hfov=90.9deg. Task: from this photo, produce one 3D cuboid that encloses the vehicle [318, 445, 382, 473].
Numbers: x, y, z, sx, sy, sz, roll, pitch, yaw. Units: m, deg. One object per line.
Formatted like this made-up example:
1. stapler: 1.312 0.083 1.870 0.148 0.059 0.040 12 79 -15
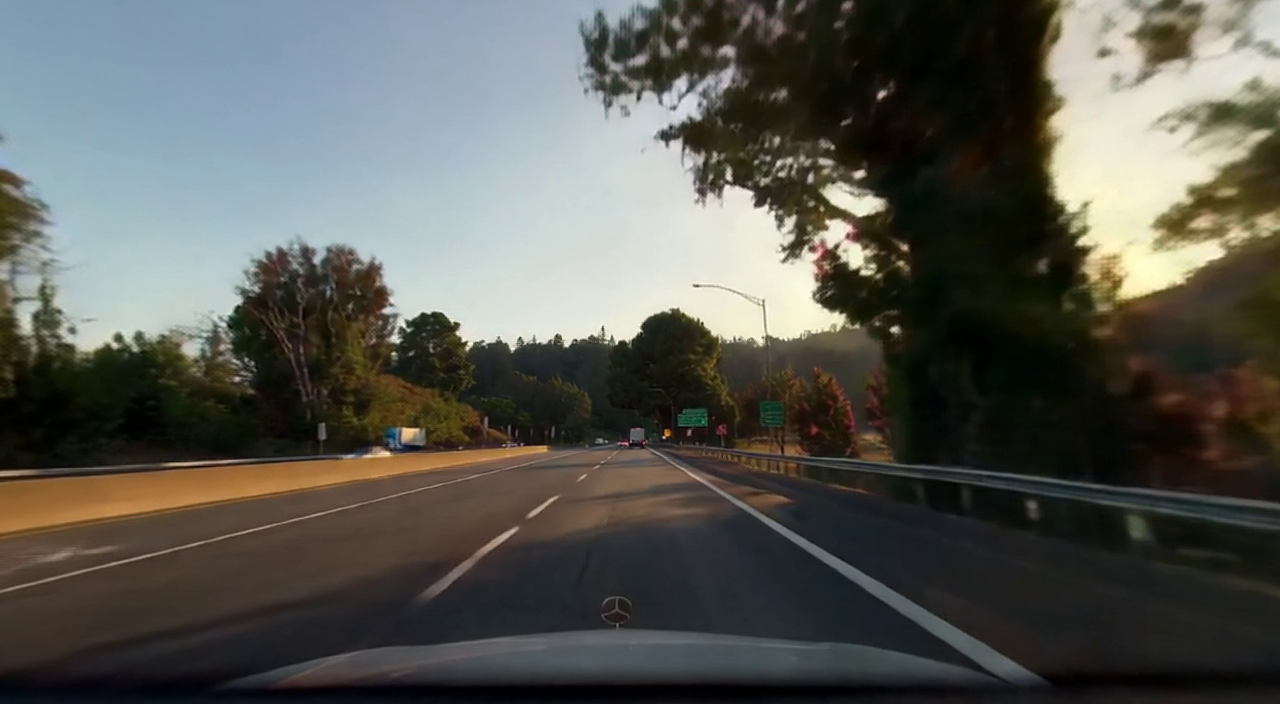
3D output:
1. vehicle: -16.609 6.099 36.336 1.745 1.427 4.337 0 -8 -1
